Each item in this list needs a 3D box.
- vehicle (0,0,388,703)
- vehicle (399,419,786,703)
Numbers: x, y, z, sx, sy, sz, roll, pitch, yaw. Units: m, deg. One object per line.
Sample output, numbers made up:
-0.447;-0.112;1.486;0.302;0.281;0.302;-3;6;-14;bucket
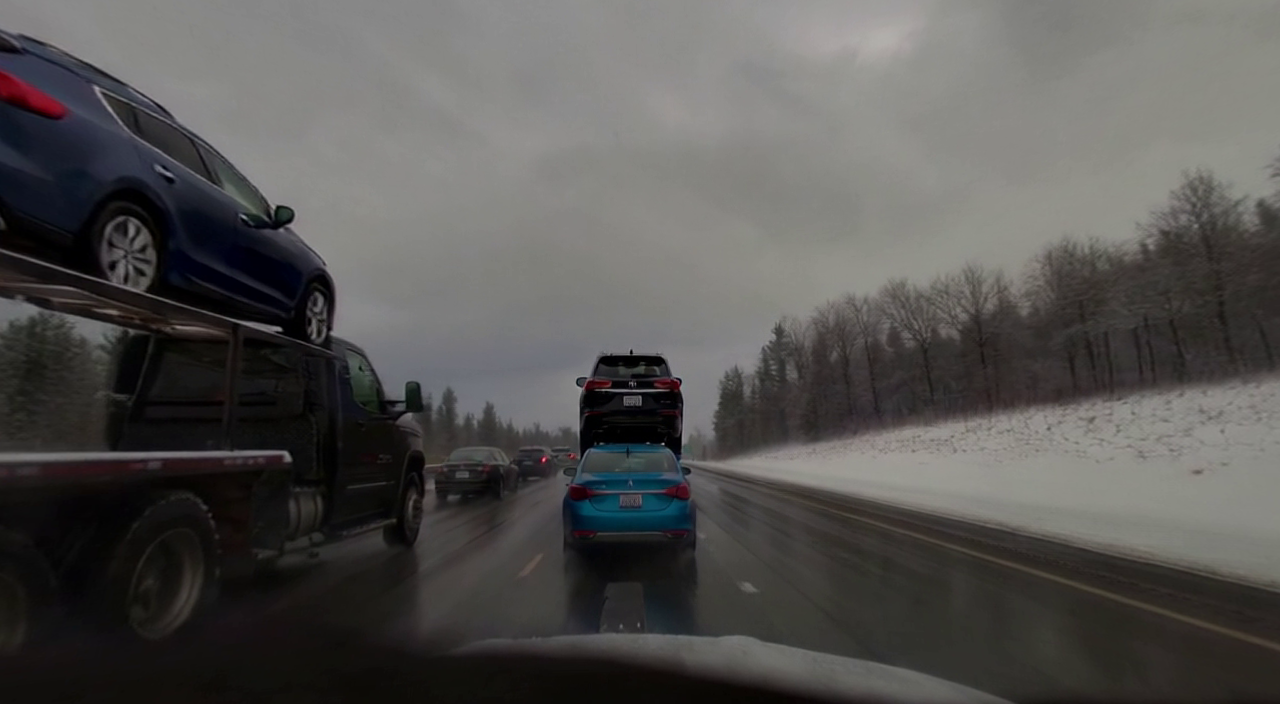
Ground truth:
-4.526;-0.464;0.625;2.836;4.059;14.286;0;-9;-1;vehicle
-0.273;1.378;5.027;1.991;1.507;3.391;0;-9;-1;vehicle
